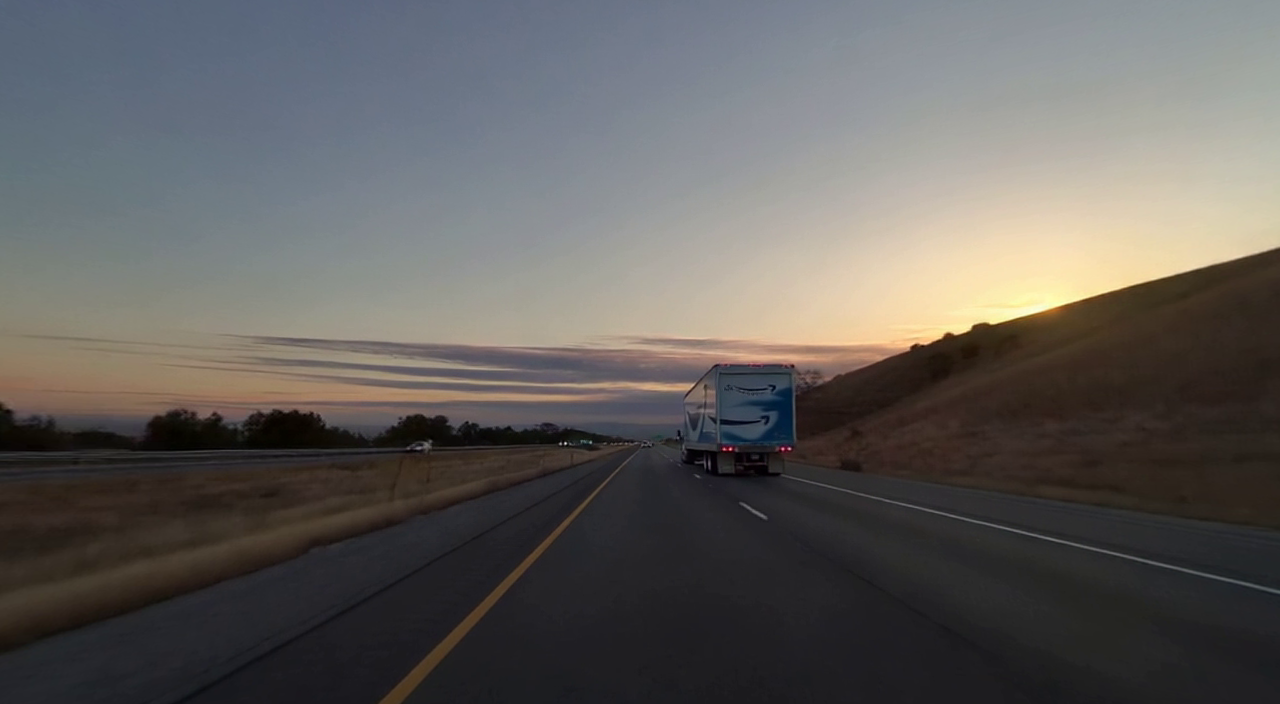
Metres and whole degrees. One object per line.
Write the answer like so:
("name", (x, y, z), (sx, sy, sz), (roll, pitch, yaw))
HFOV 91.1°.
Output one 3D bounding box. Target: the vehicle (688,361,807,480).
("vehicle", (4.561, 3.704, 31.436), (3.190, 4.365, 16.625), (0, -8, 0))
